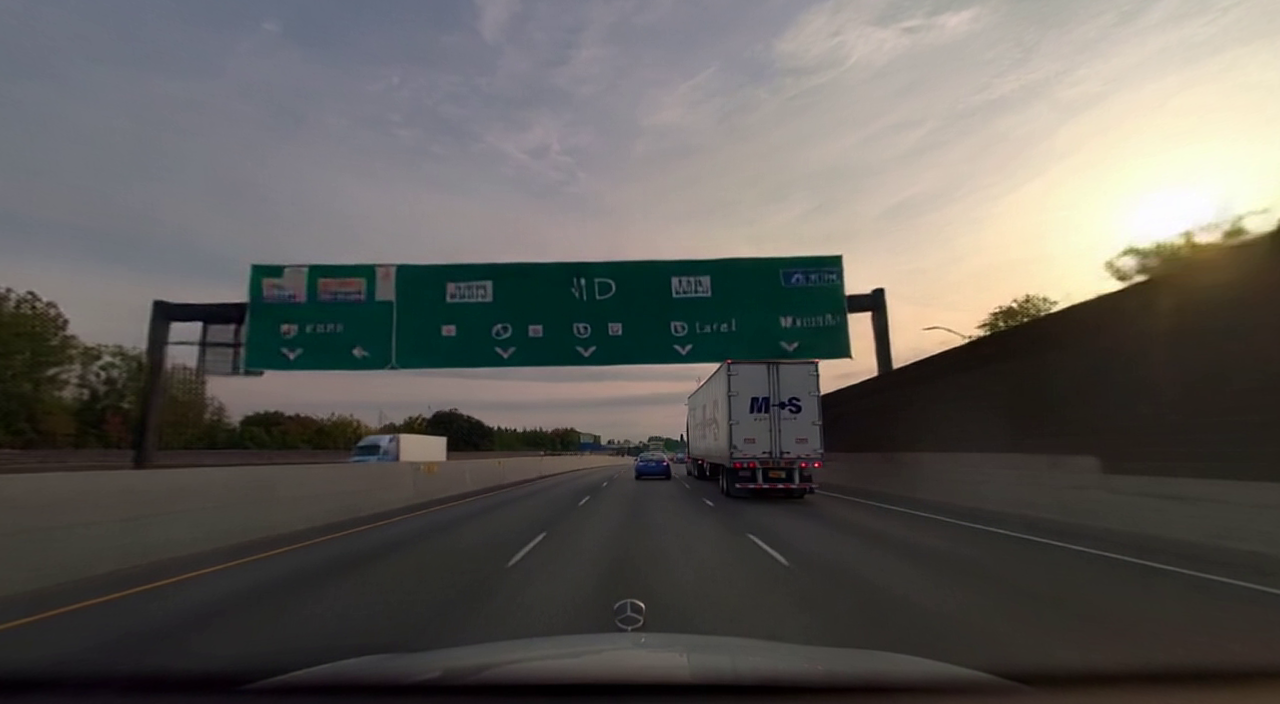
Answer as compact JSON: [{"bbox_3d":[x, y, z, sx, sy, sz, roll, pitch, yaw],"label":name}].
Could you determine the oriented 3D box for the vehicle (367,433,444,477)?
[{"bbox_3d":[-16.974,7.534,46.260,2.732,2.908,7.110,0,-9,1],"label":"vehicle"}]

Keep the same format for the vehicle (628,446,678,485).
[{"bbox_3d":[0.570,5.173,28.975,2.121,1.642,3.828,0,-9,0],"label":"vehicle"}]

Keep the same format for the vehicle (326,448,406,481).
[{"bbox_3d":[-17.035,7.005,39.479,2.827,1.881,4.544,0,-9,1],"label":"vehicle"}]

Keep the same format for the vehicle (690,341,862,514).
[{"bbox_3d":[3.757,2.844,22.070,3.002,4.104,14.174,0,-9,0],"label":"vehicle"}]
